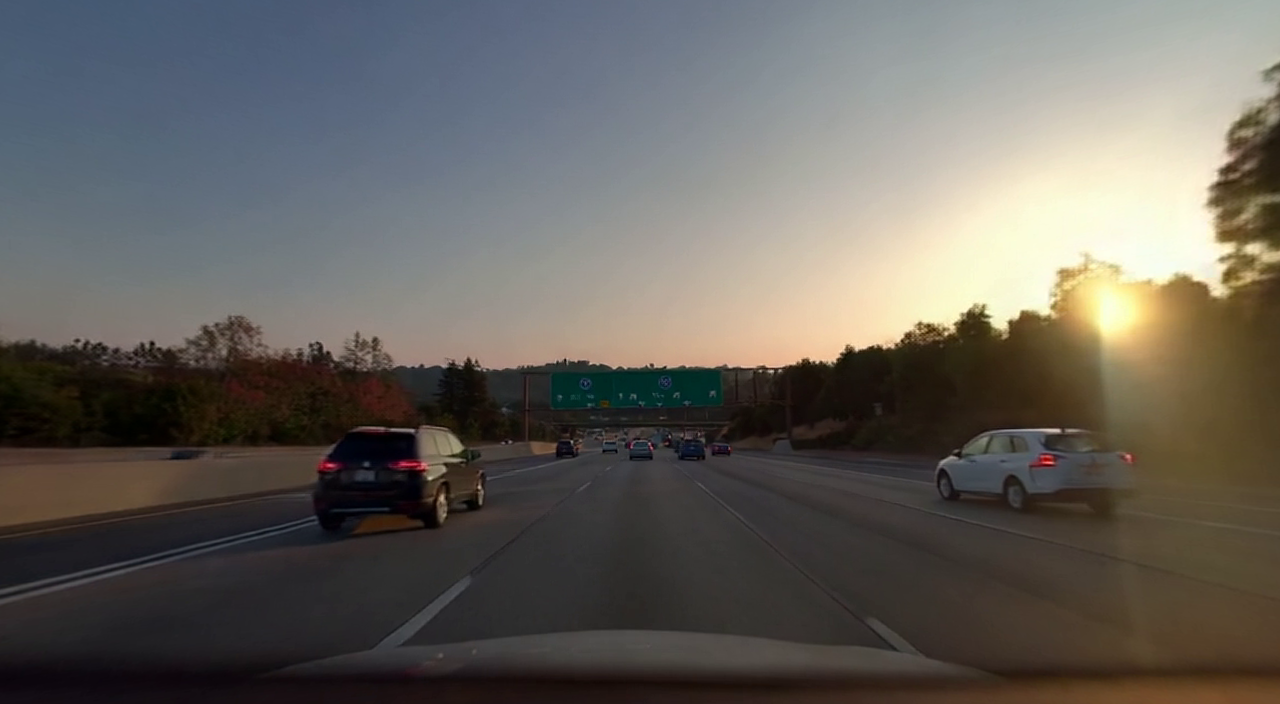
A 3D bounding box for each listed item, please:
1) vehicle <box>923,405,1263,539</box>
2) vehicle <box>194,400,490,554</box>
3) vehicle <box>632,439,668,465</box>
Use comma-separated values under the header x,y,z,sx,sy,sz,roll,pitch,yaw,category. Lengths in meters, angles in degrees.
x,y,z,sx,sy,sz,roll,pitch,yaw,category
7.124,1.945,10.876,2.123,1.756,4.959,0,-8,0,vehicle
-4.014,1.791,9.737,2.118,1.750,4.875,0,-8,1,vehicle
0.569,6.089,38.455,2.050,1.452,3.917,0,-8,-1,vehicle
